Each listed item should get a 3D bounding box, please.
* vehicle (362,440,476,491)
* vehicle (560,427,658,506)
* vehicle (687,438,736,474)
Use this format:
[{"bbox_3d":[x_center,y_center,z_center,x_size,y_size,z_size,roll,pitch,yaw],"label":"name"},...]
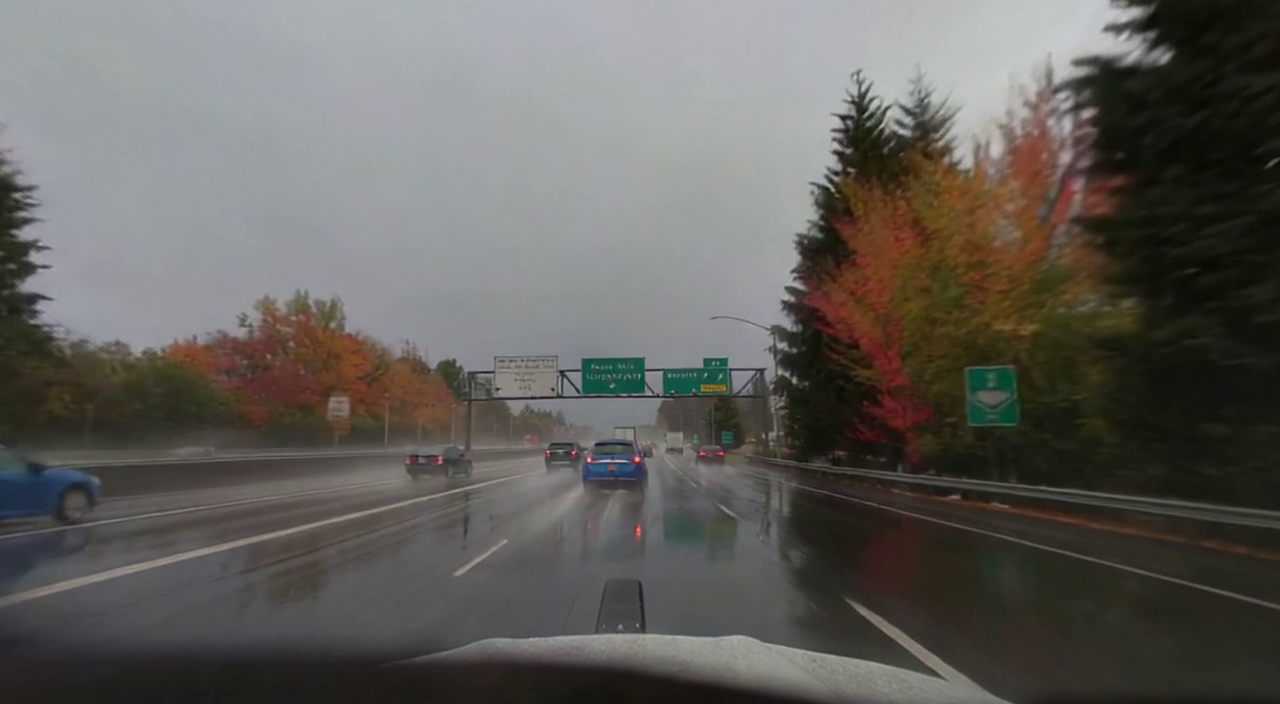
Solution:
[{"bbox_3d":[-7.238,3.773,21.259,2.057,1.496,4.661,0,-9,1],"label":"vehicle"},{"bbox_3d":[-0.625,2.919,16.472,2.101,1.742,4.495,0,-9,3],"label":"vehicle"},{"bbox_3d":[3.774,5.586,34.016,2.193,1.778,4.488,0,-9,1],"label":"vehicle"}]
